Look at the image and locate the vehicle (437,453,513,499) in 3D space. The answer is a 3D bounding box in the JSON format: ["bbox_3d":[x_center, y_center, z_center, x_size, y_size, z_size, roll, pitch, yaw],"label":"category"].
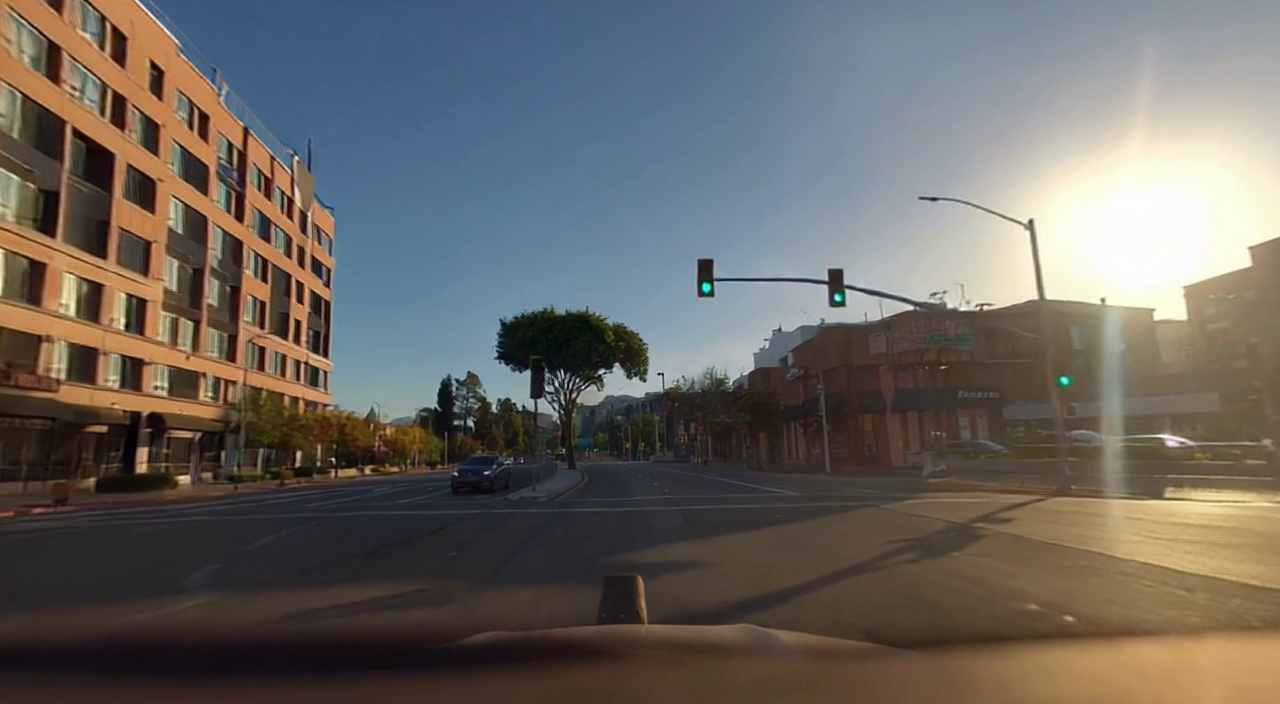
[{"bbox_3d":[-6.031,4.558,23.620,1.894,1.474,4.332,0,-8,-4],"label":"vehicle"}]
